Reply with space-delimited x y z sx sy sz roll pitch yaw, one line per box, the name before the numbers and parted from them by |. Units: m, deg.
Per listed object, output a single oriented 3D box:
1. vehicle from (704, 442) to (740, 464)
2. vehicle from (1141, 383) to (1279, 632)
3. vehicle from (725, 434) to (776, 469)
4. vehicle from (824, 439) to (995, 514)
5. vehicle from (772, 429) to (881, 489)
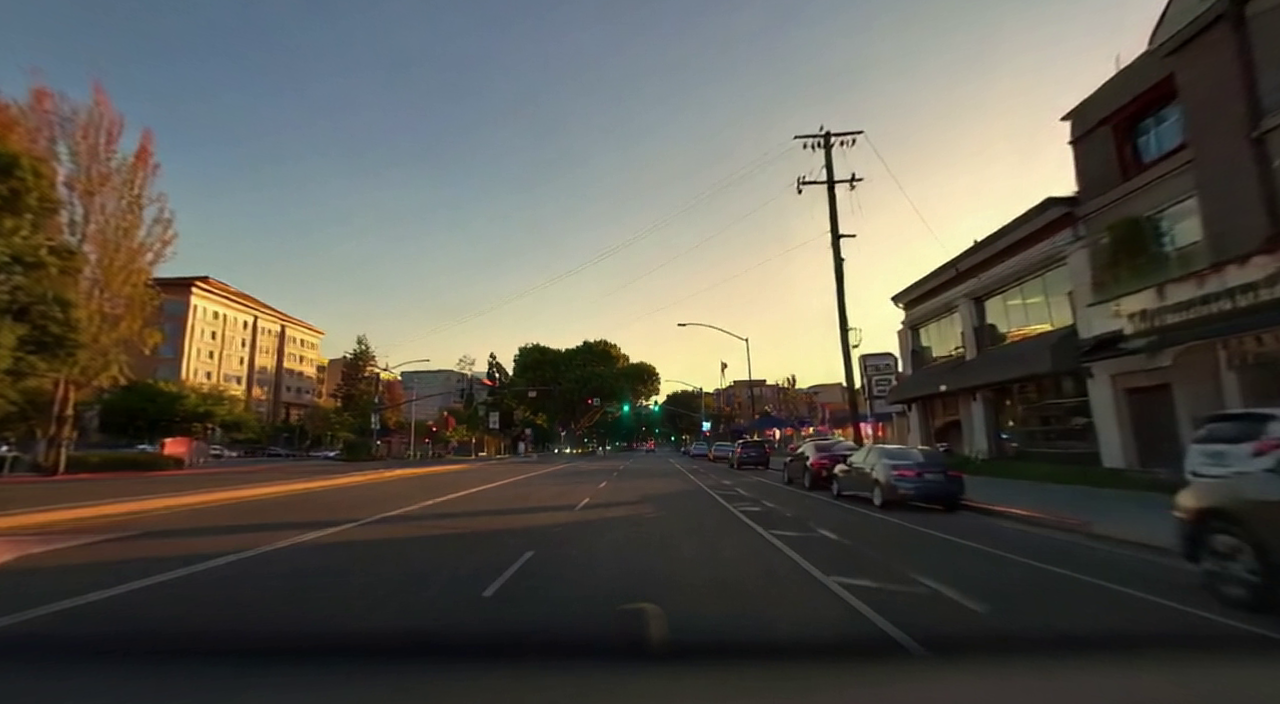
vehicle | 6.210 7.745 48.355 2.057 1.541 4.735 0 -9 -1
vehicle | 5.889 0.934 3.196 2.218 1.842 5.475 0 -9 1
vehicle | 6.136 5.597 35.469 1.931 1.814 4.870 0 -9 0
vehicle | 6.020 2.828 14.851 1.855 1.463 4.729 0 -9 -1
vehicle | 5.972 3.510 20.920 1.965 1.705 5.114 0 -9 -1
